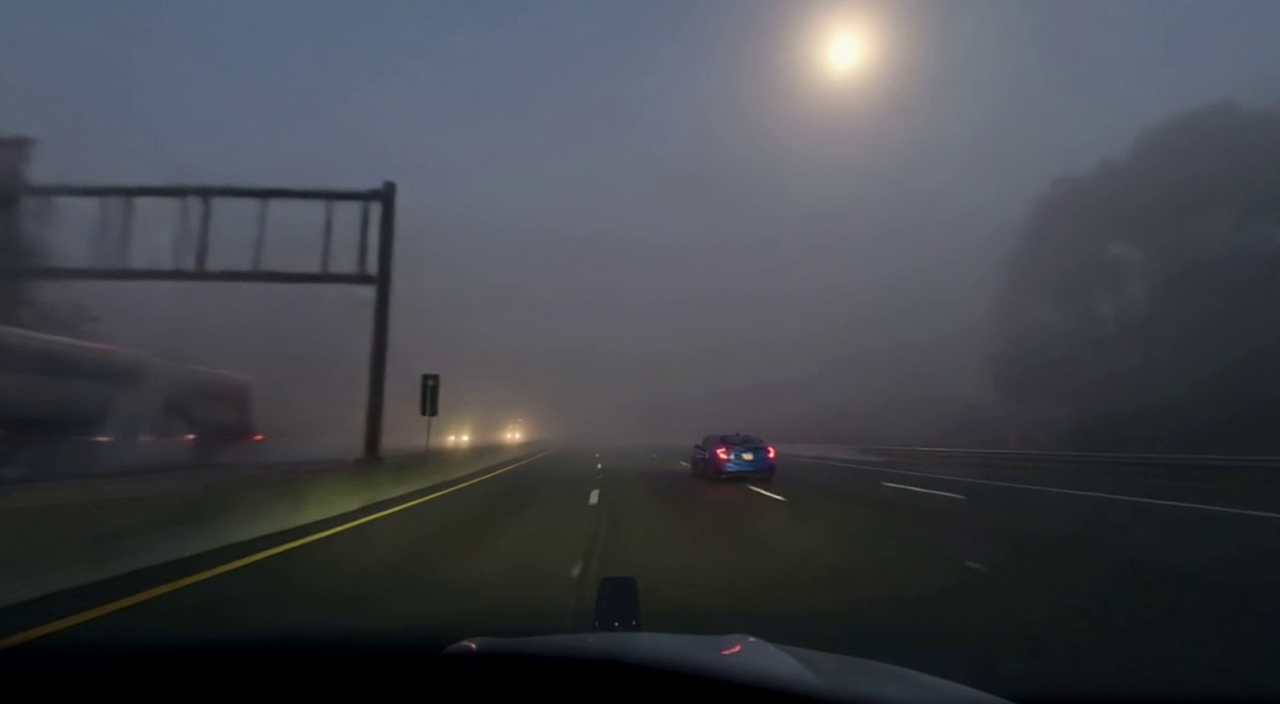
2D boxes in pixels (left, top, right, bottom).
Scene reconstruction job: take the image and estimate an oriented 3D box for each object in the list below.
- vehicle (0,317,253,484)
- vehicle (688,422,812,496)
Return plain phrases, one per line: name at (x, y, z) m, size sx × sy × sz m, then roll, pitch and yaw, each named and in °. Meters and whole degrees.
vehicle at (-14.954, 1.484, 16.504) m, size 2.715 × 3.451 × 12.236 m, roll 0°, pitch -8°, yaw -4°
vehicle at (2.578, 2.637, 15.989) m, size 1.997 × 1.589 × 4.179 m, roll 0°, pitch -8°, yaw -6°
